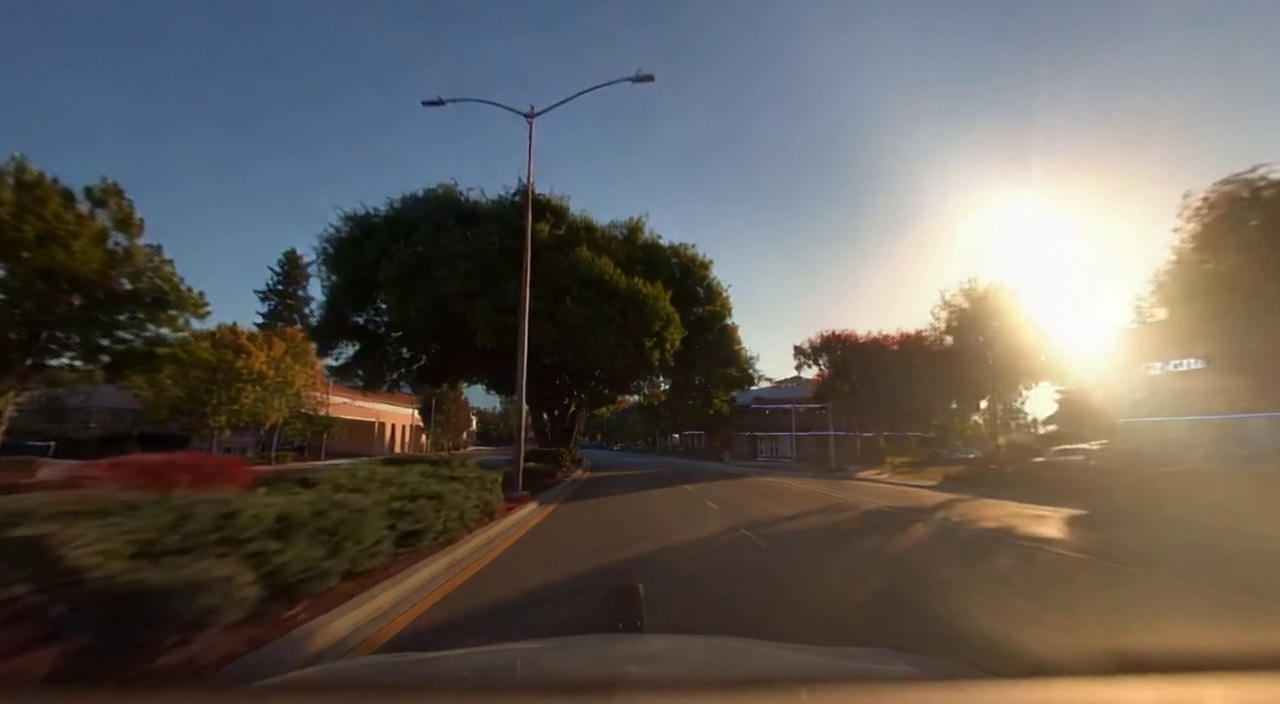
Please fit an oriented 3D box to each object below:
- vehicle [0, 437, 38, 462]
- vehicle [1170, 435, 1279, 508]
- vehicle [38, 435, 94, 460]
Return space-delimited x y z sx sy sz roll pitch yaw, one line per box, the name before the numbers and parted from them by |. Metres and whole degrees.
vehicle | -36.241 5.552 36.000 1.655 1.387 3.758 4 -10 -26
vehicle | 17.661 3.206 17.253 4.660 1.814 2.099 1 -9 -7
vehicle | -33.720 5.596 37.193 1.727 1.383 3.557 4 -10 -32
